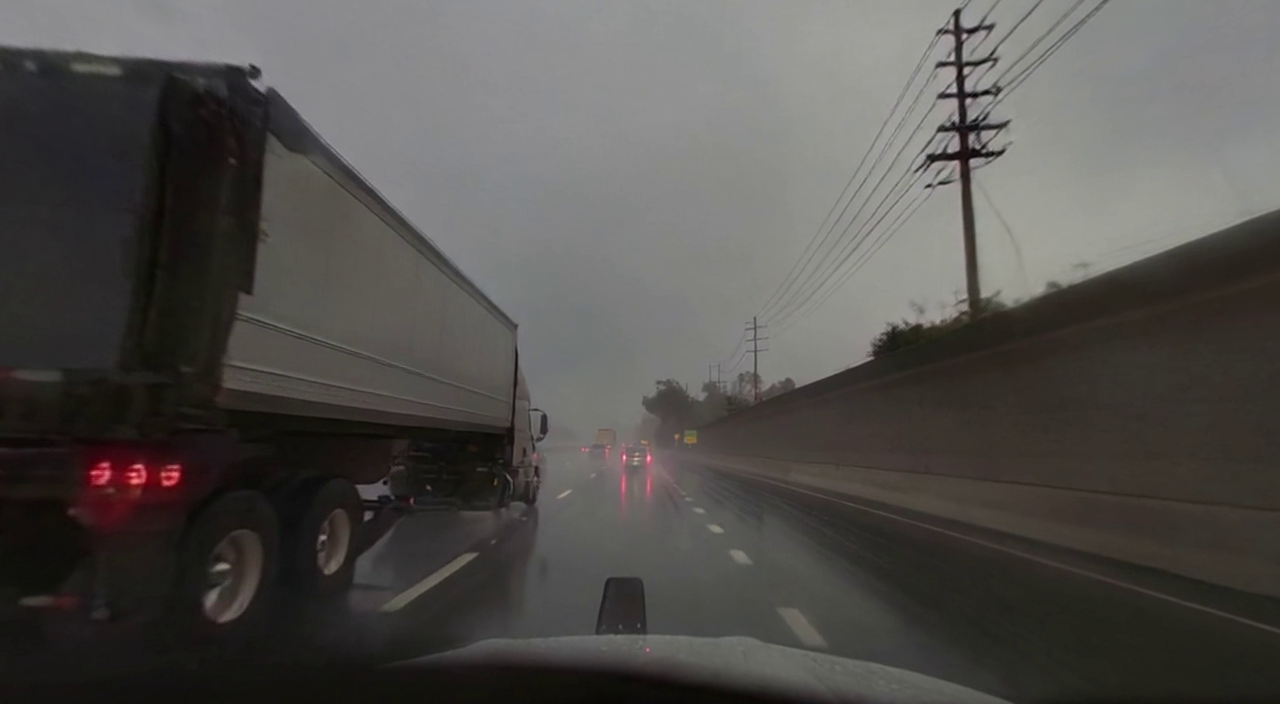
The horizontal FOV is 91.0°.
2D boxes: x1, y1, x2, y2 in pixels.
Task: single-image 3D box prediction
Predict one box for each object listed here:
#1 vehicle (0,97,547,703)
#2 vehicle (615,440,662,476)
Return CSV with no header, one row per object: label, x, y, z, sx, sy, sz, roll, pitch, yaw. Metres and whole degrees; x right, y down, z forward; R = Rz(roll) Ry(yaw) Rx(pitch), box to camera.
vehicle,-3.483,0.904,7.737,3.023,3.246,9.102,0,-9,2
vehicle,-0.068,5.260,31.463,2.178,1.640,4.071,0,-9,0
